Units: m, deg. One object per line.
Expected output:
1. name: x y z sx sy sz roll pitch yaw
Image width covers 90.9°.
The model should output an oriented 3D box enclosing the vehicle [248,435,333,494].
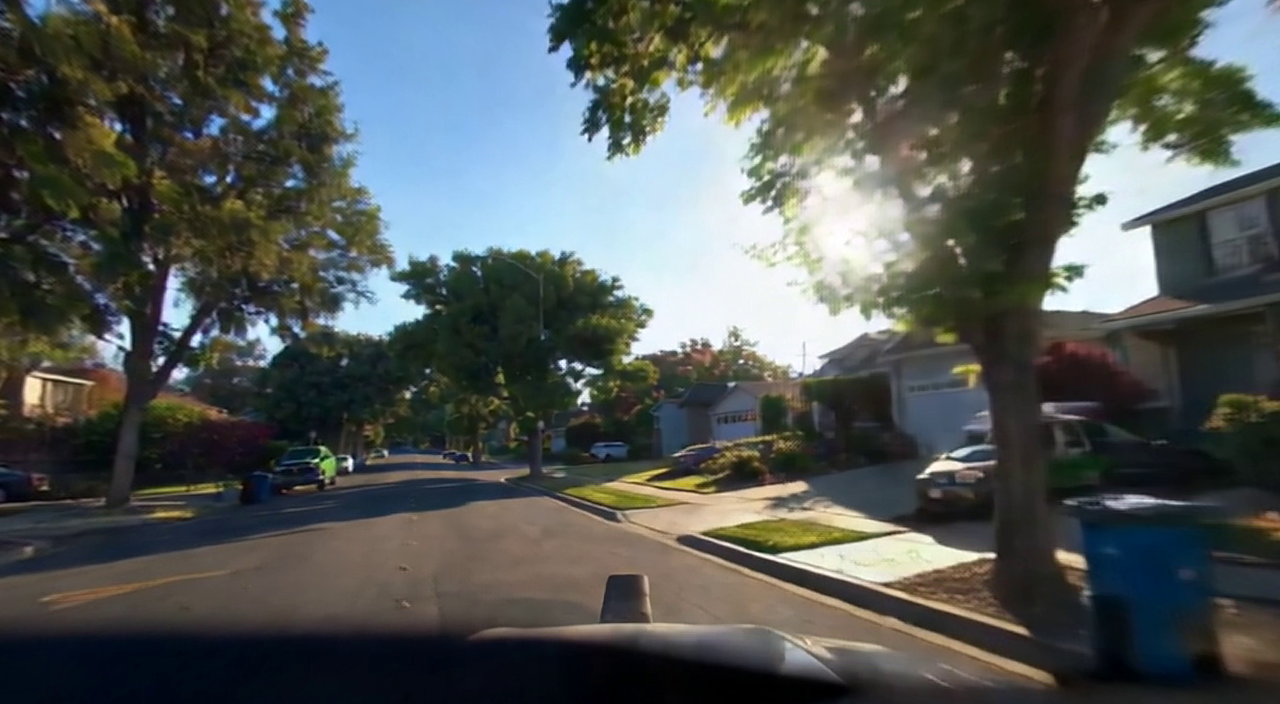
1. vehicle: -16.191 5.167 29.572 2.223 2.115 5.707 9 -8 -18

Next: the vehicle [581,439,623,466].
1. vehicle: -2.970 7.657 48.404 1.936 1.687 4.714 -1 -6 -19
